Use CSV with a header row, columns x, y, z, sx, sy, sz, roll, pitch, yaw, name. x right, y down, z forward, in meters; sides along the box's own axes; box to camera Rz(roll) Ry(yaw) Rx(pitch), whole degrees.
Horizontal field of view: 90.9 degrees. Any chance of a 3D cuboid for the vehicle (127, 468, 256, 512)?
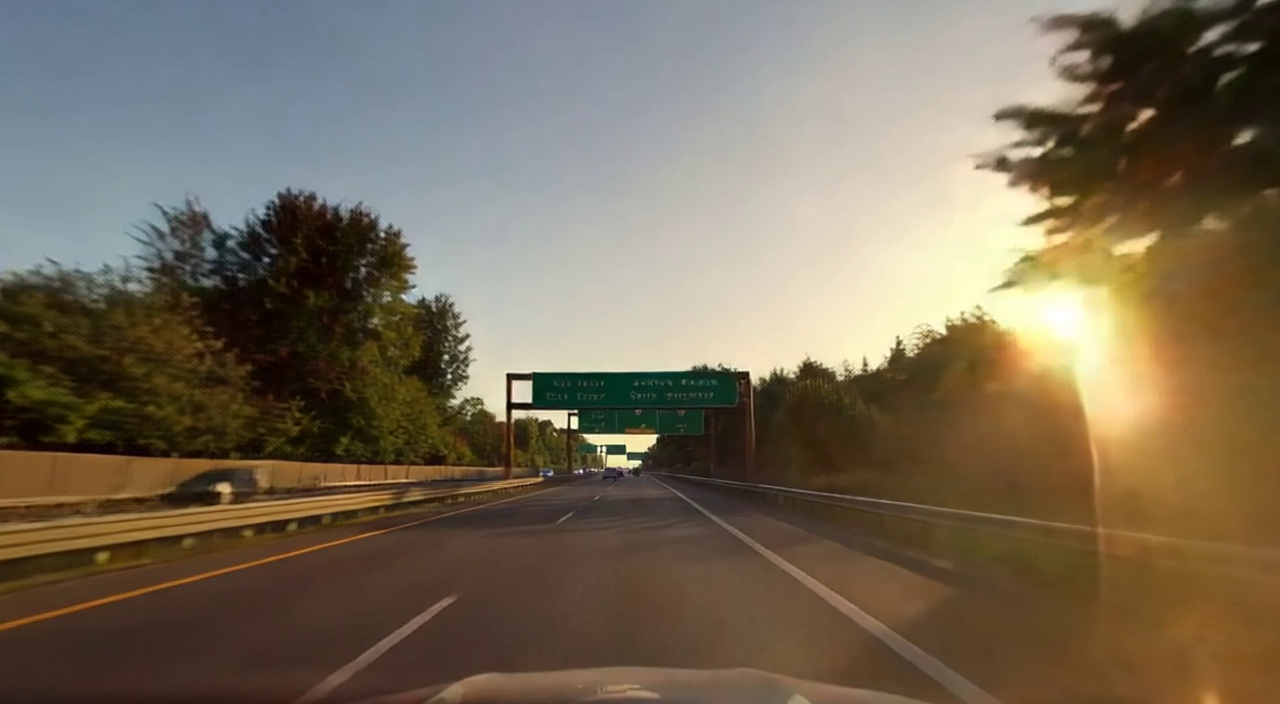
x,y,z,sx,sy,sz,roll,pitch,yaw,name
-16.431,5.062,23.352,1.807,1.428,3.938,1,-11,0,vehicle
